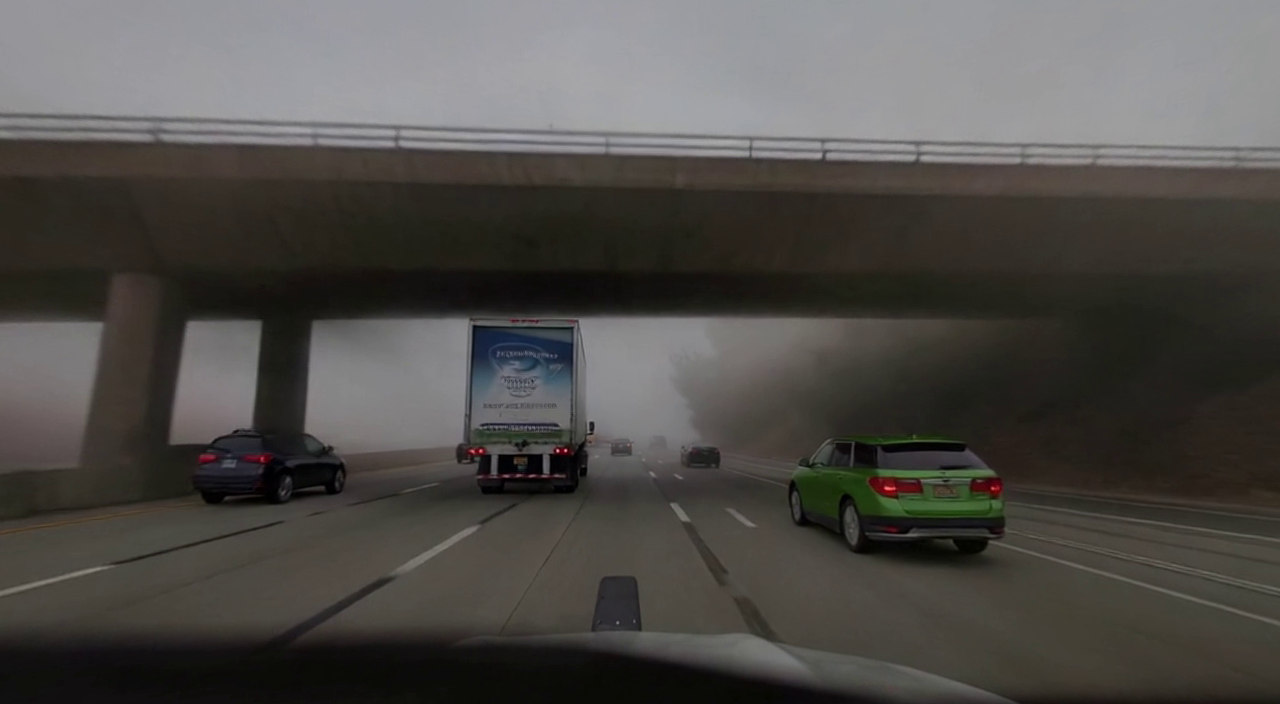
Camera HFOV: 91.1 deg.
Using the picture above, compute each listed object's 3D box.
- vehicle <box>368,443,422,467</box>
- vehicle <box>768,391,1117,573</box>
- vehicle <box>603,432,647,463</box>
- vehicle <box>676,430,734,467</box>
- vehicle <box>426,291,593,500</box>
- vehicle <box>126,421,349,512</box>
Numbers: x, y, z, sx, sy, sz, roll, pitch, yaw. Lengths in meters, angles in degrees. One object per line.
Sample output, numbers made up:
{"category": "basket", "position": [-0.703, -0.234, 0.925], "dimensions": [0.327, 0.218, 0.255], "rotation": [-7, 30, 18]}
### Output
{"category": "vehicle", "position": [-16.524, 6.935, 42.642], "dimensions": [1.874, 1.491, 4.393], "rotation": [0, -8, 0]}
{"category": "vehicle", "position": [3.220, 1.478, 7.992], "dimensions": [2.118, 1.647, 4.400], "rotation": [0, -8, -2]}
{"category": "vehicle", "position": [-0.781, 5.043, 33.515], "dimensions": [2.168, 1.547, 4.618], "rotation": [0, -8, -1]}
{"category": "vehicle", "position": [2.846, 4.373, 28.702], "dimensions": [2.003, 1.519, 4.580], "rotation": [0, -8, -2]}
{"category": "vehicle", "position": [-2.743, 1.425, 16.419], "dimensions": [2.911, 3.787, 9.905], "rotation": [1, -8, -5]}
{"category": "vehicle", "position": [-8.489, 2.421, 13.896], "dimensions": [2.048, 1.652, 4.421], "rotation": [0, -8, -1]}
